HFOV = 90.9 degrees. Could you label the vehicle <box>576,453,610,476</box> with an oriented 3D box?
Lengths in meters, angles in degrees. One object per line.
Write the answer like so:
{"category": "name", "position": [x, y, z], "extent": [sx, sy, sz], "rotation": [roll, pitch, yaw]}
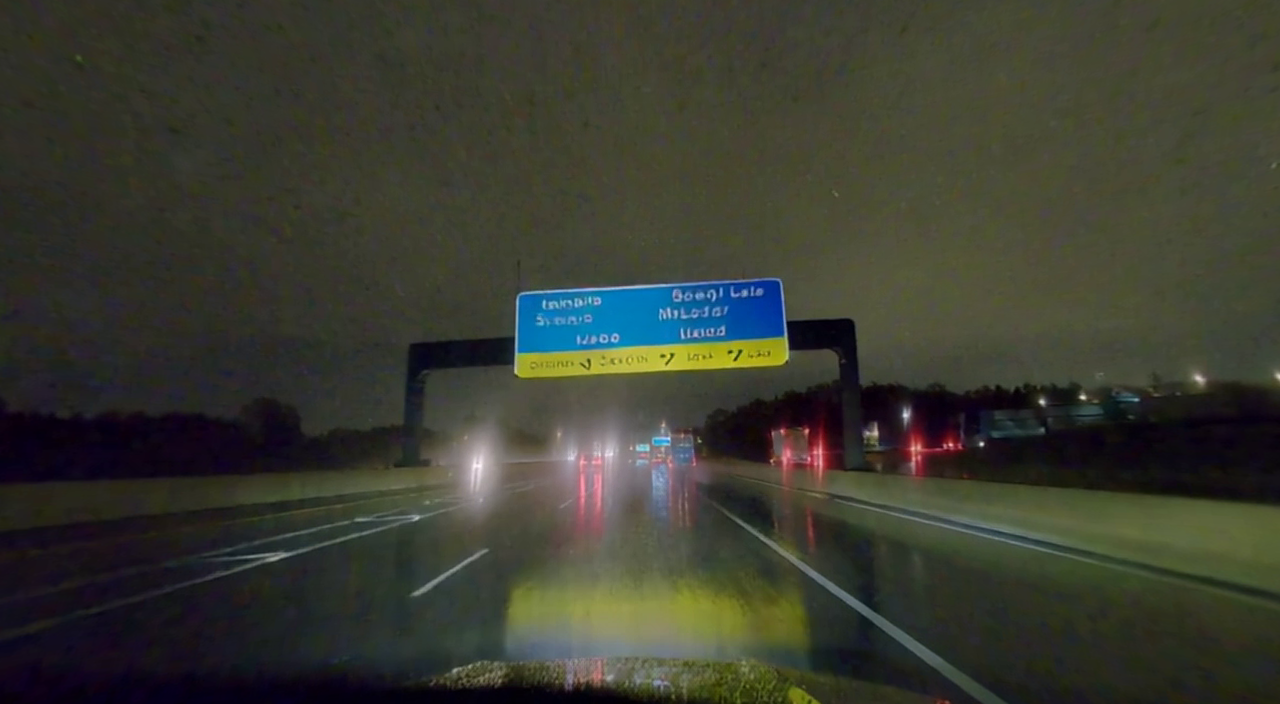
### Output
{"category": "vehicle", "position": [-3.284, 7.892, 44.557], "extent": [2.041, 1.512, 3.996], "rotation": [0, -9, 1]}
